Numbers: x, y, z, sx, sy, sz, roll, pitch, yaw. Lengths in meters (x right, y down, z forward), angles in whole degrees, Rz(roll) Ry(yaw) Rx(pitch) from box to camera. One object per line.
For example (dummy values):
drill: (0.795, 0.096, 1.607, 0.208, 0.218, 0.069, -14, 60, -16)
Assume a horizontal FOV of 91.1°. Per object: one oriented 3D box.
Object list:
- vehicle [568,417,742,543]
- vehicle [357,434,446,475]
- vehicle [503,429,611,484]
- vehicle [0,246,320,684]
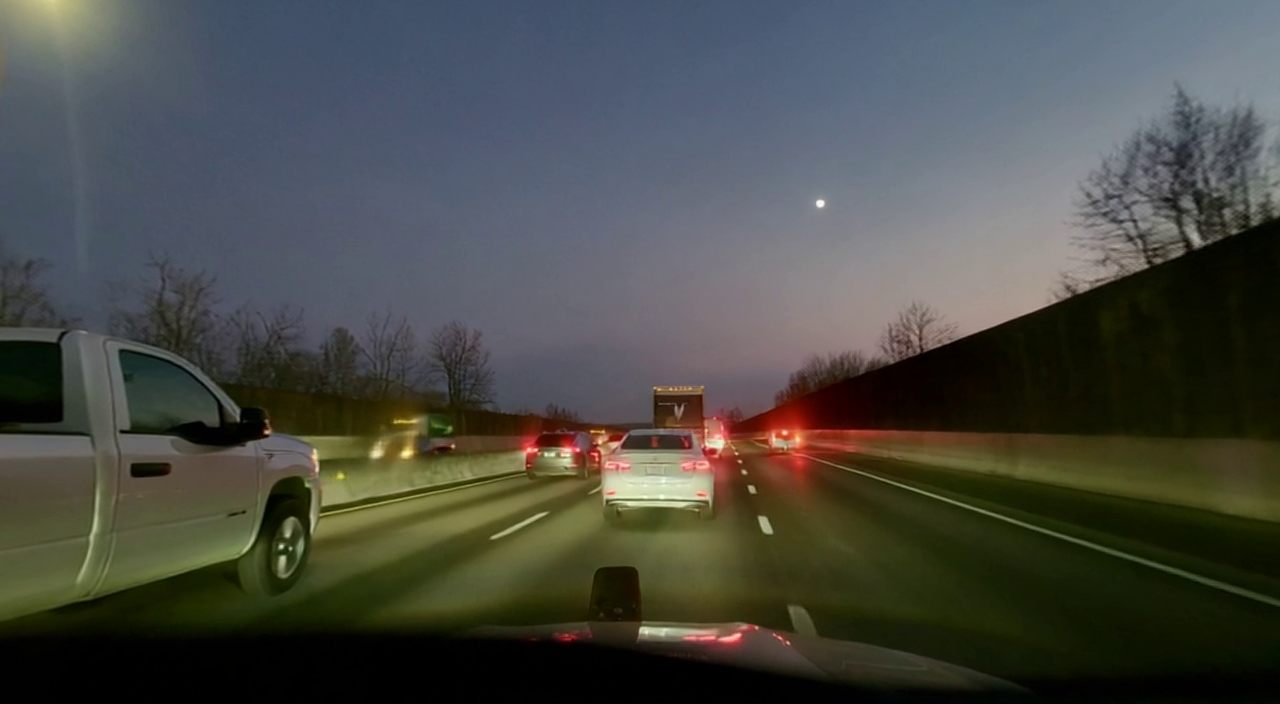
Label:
vehicle: (0.490, 1.825, 9.748, 2.089, 1.485, 4.153, -1, -8, 10)
vehicle: (-9.634, 4.138, 25.740, 1.797, 1.531, 3.799, -1, -8, 7)
vehicle: (-2.329, 3.090, 18.993, 2.087, 1.457, 4.313, -1, -8, 9)
vehicle: (-4.799, 0.631, 3.537, 2.386, 2.435, 5.831, -1, -8, 7)
